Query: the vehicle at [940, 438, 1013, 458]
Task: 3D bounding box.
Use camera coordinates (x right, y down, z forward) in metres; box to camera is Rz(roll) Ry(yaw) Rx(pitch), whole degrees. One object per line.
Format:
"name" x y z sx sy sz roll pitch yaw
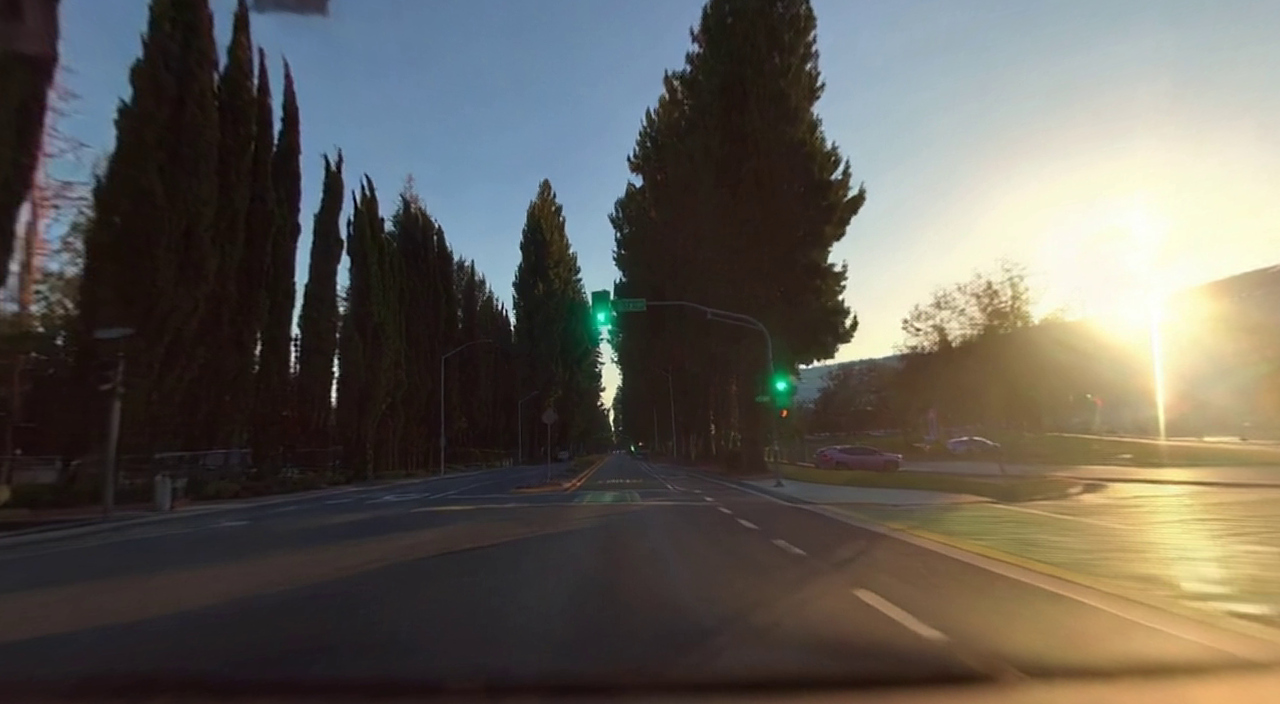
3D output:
"vehicle" 26.373 7.564 49.615 4.603 1.484 1.891 0 -10 -1

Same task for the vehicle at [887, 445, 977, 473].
"vehicle" 15.246 5.619 33.138 3.914 1.415 1.626 0 -9 2

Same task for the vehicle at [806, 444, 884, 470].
"vehicle" 14.035 7.242 43.494 4.725 1.716 2.003 0 -11 4
